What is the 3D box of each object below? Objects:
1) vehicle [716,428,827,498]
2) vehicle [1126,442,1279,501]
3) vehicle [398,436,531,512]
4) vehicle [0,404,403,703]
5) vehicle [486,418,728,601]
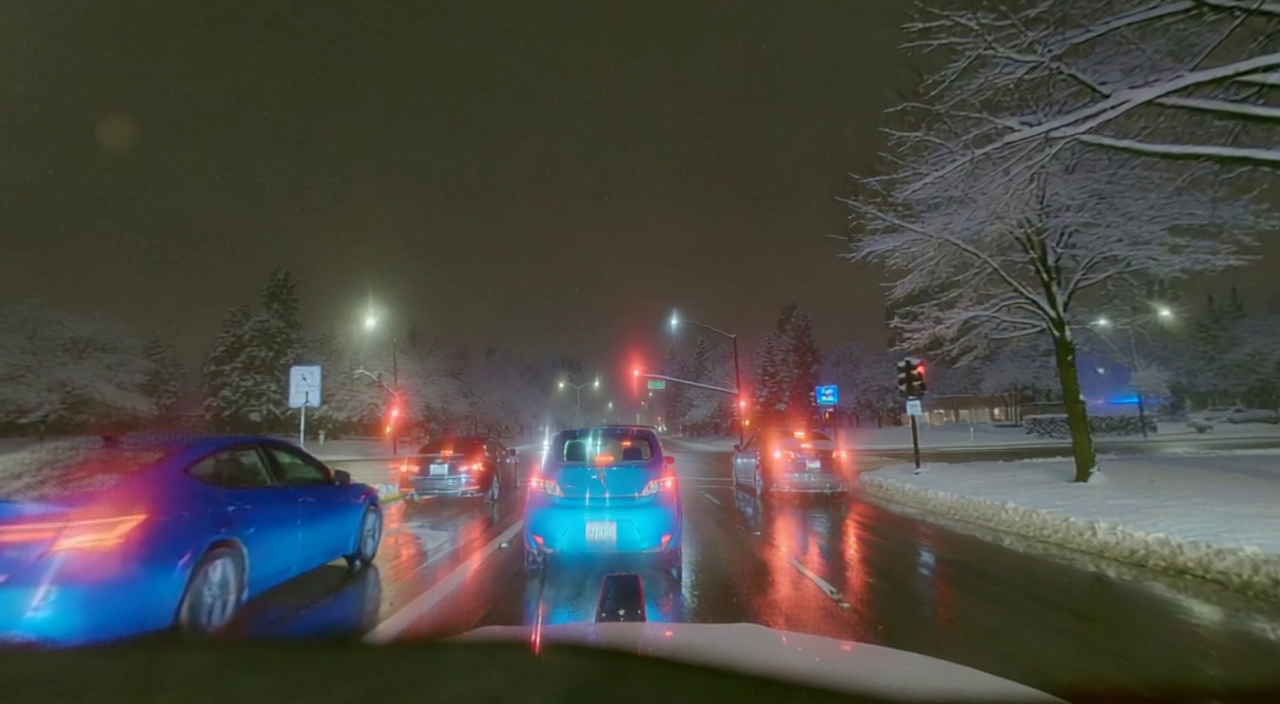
[{"bbox_3d":[3.448,3.007,17.510,2.028,1.678,4.220,0,-8,-2],"label":"vehicle"},{"bbox_3d":[15.236,3.028,16.263,3.951,1.418,1.842,0,-8,-3],"label":"vehicle"},{"bbox_3d":[-3.767,2.670,14.300,1.998,1.452,3.773,0,-8,-1],"label":"vehicle"},{"bbox_3d":[-3.779,1.307,5.098,2.074,1.485,4.395,0,-8,-1],"label":"vehicle"},{"bbox_3d":[-0.344,1.643,7.513,2.045,1.533,4.183,0,-8,-2],"label":"vehicle"}]
